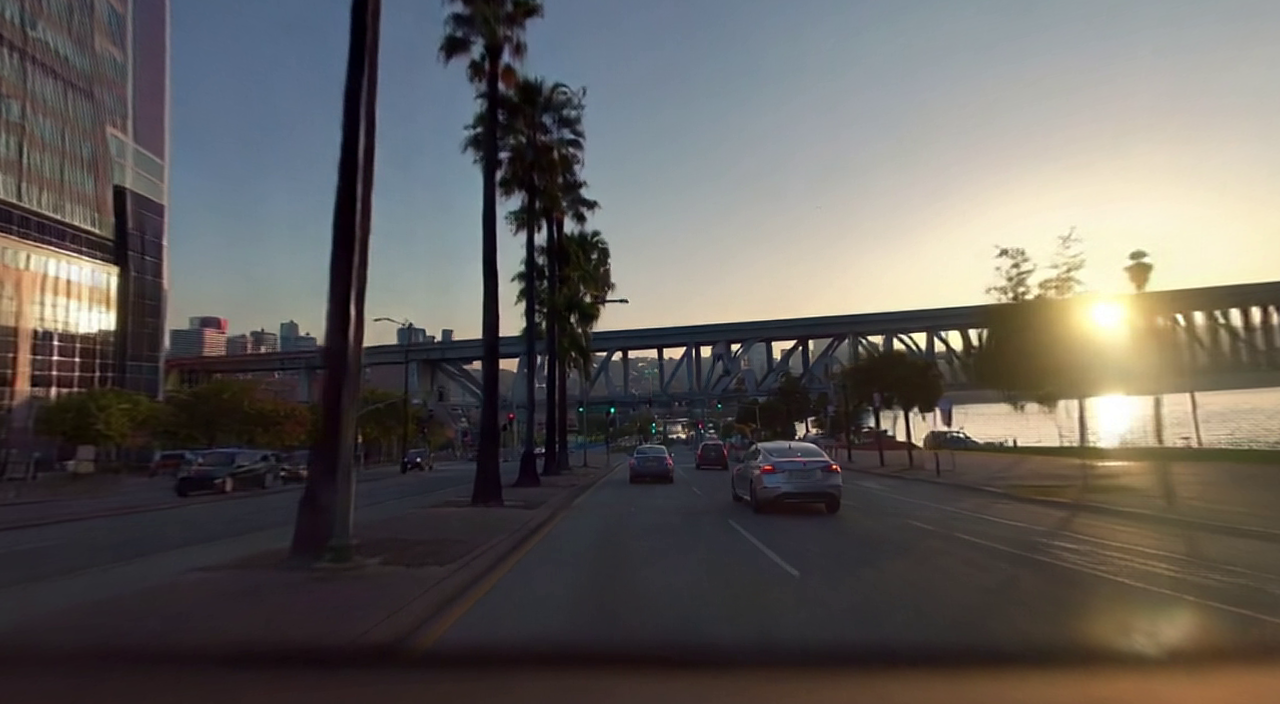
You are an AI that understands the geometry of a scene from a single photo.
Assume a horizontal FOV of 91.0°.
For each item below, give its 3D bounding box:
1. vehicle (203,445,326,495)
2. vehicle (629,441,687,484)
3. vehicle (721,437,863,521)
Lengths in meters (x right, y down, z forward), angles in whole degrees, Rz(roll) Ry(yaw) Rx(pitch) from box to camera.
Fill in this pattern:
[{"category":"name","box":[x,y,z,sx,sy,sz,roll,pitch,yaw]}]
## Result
[{"category":"vehicle","box":[-15.567,4.884,26.510,2.048,1.830,5.136,-1,-9,-1]},{"category":"vehicle","box":[0.759,4.211,24.326,2.077,1.518,3.760,-1,-9,4]},{"category":"vehicle","box":[3.069,2.677,13.916,2.051,1.509,4.933,0,-9,2]}]
